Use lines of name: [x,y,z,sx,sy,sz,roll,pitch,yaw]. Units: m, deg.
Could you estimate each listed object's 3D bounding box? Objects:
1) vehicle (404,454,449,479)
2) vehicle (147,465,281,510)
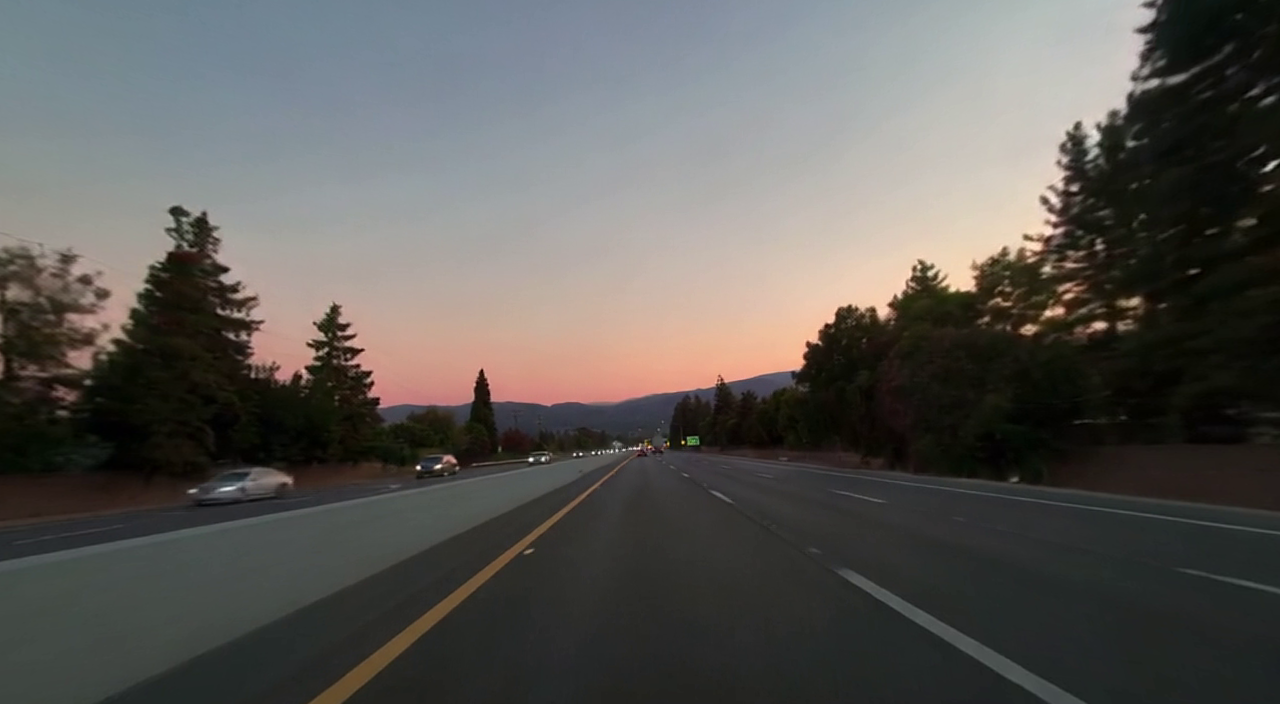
vehicle: [-16.749,8.965,49.709,1.978,1.817,4.338,0,-9,1]
vehicle: [-17.568,5.588,26.419,1.986,1.523,5.088,-1,-9,1]
